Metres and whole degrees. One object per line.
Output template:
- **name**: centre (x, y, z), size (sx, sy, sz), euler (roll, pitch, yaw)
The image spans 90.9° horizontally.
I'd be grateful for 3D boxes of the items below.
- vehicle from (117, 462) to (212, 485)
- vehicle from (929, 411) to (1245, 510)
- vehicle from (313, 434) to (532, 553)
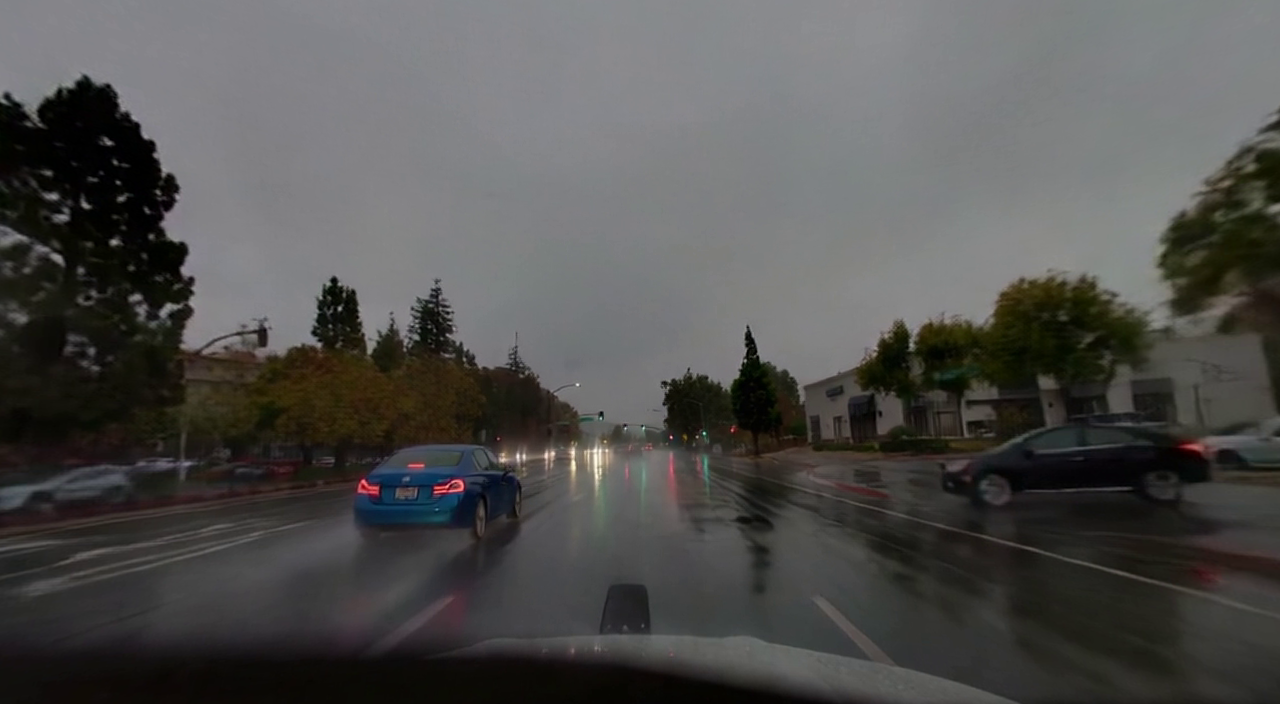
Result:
- **vehicle**: centre (-30.979, 7.922, 41.145), size (4.737, 1.375, 1.926), euler (-1, -8, 3)
- **vehicle**: centre (8.465, 2.110, 12.497), size (4.511, 1.720, 2.131), euler (-2, -8, 11)
- **vehicle**: centre (-3.131, 2.135, 10.232), size (1.924, 1.480, 4.421), euler (0, -9, 1)
